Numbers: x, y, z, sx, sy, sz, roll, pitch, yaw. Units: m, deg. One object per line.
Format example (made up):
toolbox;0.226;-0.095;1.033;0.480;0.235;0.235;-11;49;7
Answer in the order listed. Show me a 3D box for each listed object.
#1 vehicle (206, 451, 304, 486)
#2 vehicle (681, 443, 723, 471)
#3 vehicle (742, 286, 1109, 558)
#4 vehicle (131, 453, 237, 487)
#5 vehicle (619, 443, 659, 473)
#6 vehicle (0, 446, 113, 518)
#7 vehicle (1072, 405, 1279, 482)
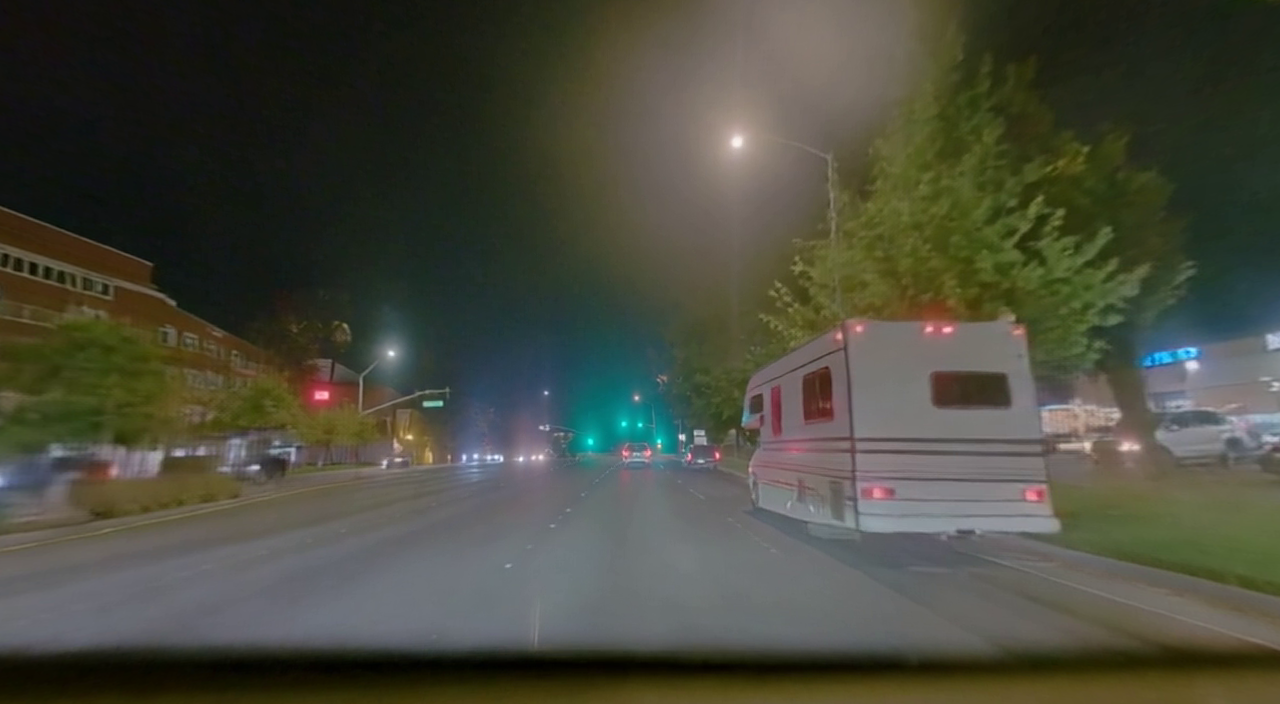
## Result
vehicle;-18.091;5.461;29.978;1.889;1.507;4.388;0;-9;0
vehicle;3.887;6.692;40.385;2.060;1.611;4.675;0;-9;-2
vehicle;4.004;1.429;11.491;2.924;3.250;7.780;-1;-9;0
vehicle;-25.437;6.568;35.579;2.013;1.744;5.354;0;-9;-1
vehicle;-0.094;5.925;35.463;2.103;1.506;4.742;0;-9;-1
vehicle;-14.801;2.926;14.339;2.028;1.535;4.217;0;-9;0
vehicle;14.110;2.405;16.512;4.312;1.647;1.921;-9;-10;29
